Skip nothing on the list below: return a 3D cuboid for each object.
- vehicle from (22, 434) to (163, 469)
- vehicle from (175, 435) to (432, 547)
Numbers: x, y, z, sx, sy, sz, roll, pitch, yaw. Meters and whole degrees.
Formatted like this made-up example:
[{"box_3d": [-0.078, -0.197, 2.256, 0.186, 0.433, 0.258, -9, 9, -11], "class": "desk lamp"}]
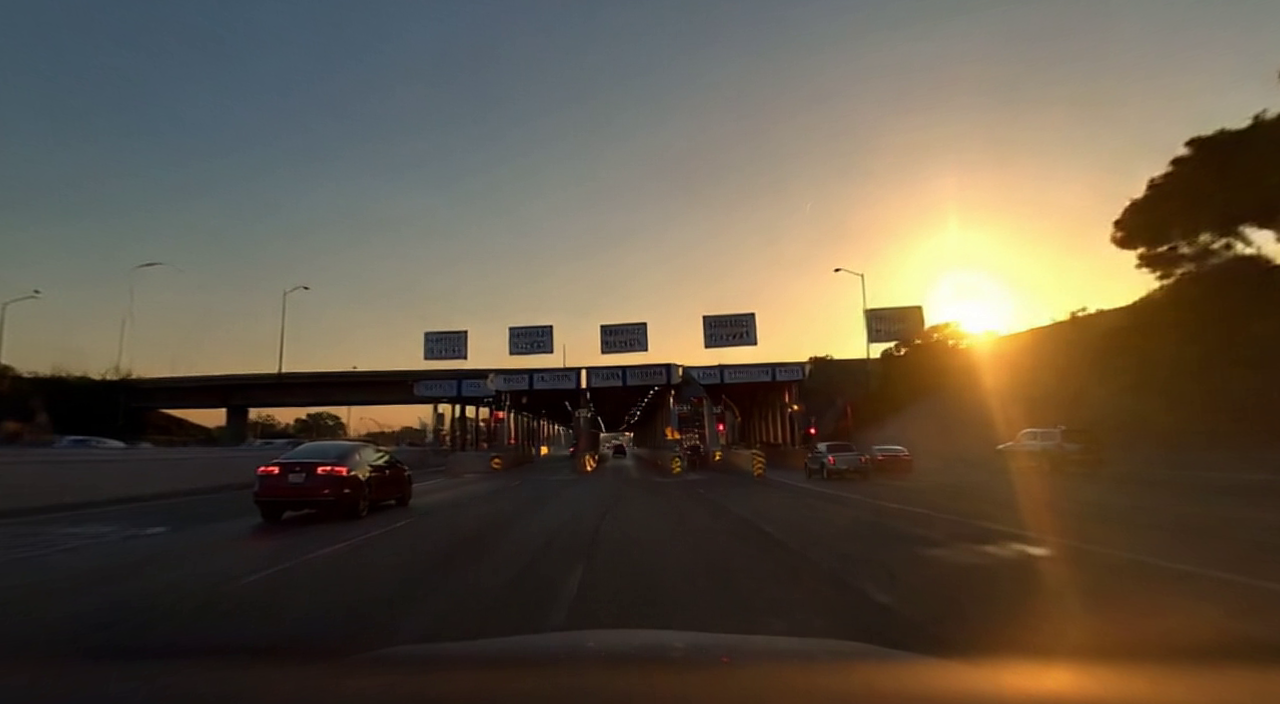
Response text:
[{"box_3d": [-29.979, 5.446, 34.743, 5.430, 1.835, 2.267, 1, -9, -4], "class": "vehicle"}, {"box_3d": [-5.192, 2.176, 10.603, 1.981, 1.465, 4.334, 0, -8, -1], "class": "vehicle"}]
